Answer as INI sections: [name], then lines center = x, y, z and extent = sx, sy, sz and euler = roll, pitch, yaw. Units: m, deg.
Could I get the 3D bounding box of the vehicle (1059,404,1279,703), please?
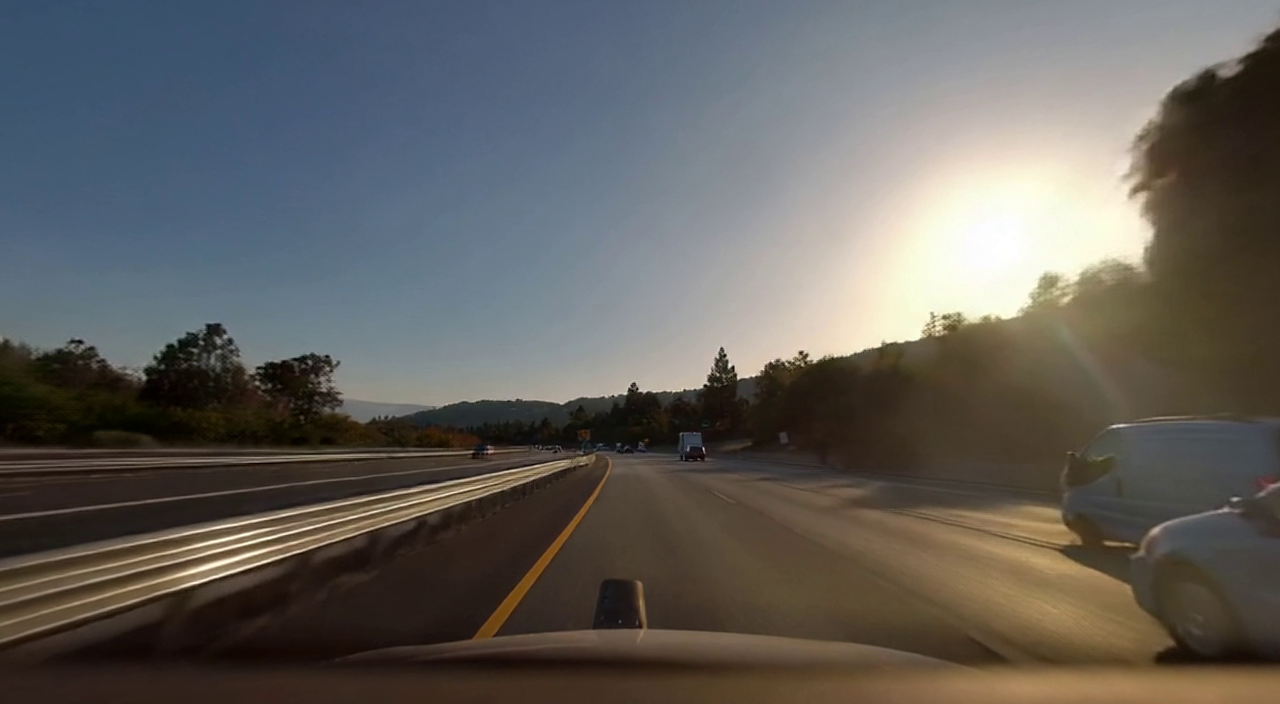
[vehicle]
center = 3.862, 0.922, 2.026
extent = 2.002, 1.604, 4.265
euler = 0, -9, 0
